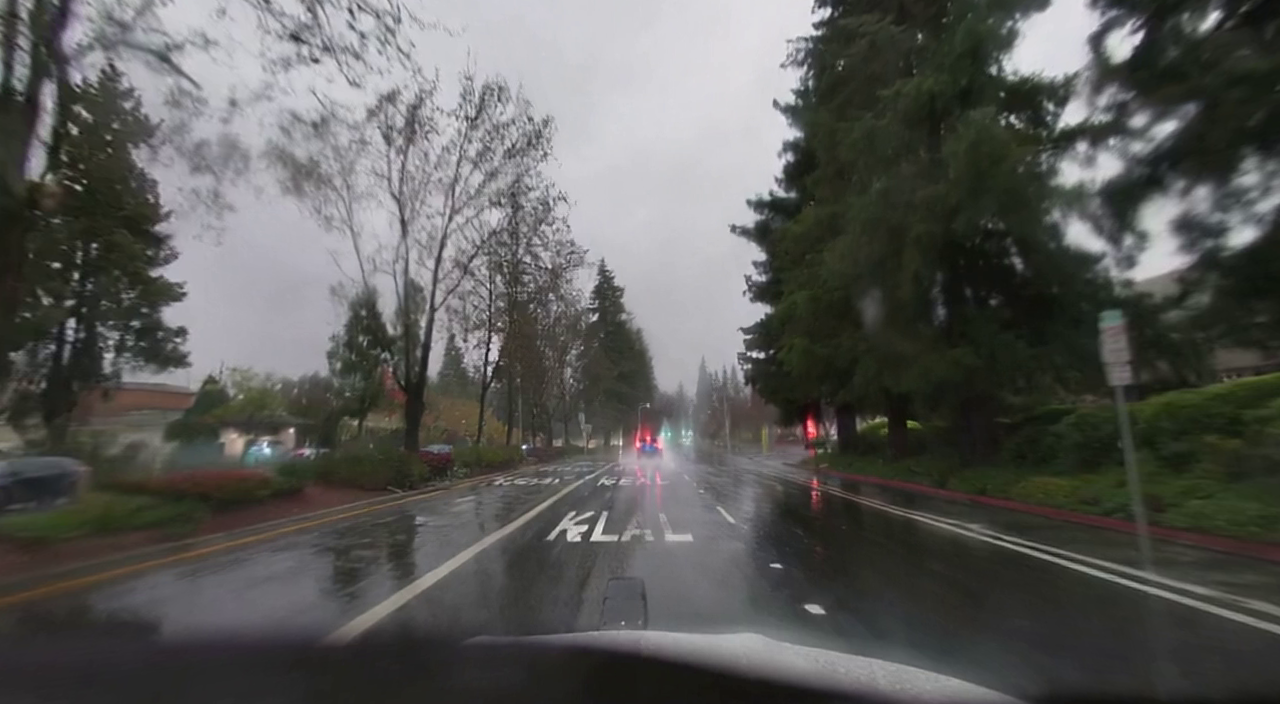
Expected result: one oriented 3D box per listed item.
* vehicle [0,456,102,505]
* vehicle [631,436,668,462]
[{"bbox_3d":[-20.970,4.251,20.943,1.872,1.459,4.628,0,-8,0],"label":"vehicle"},{"bbox_3d":[0.620,5.907,38.461,2.144,1.505,4.128,0,-8,1],"label":"vehicle"}]
